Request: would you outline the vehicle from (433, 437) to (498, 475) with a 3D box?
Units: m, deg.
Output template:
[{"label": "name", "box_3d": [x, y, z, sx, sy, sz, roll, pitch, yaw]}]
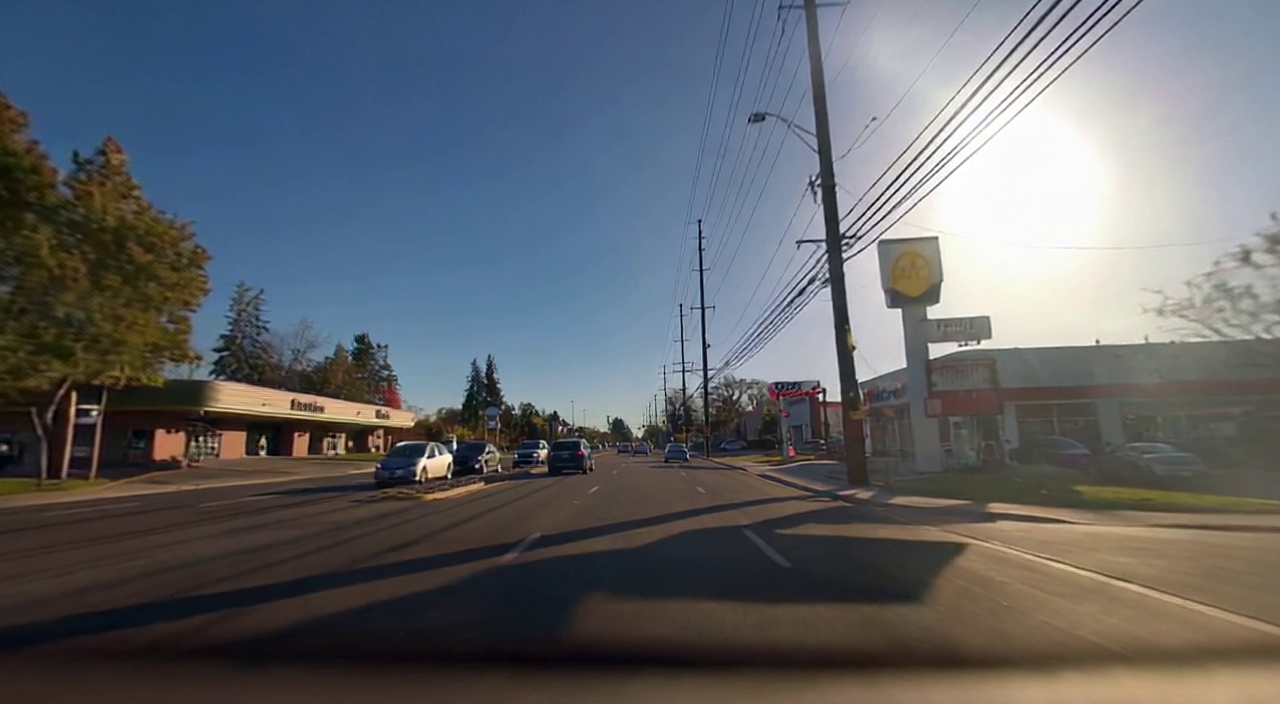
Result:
[{"label": "vehicle", "box_3d": [-7.969, 4.773, 29.153, 1.795, 1.607, 4.059, 0, -8, 1]}]

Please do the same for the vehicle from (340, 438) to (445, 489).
[{"label": "vehicle", "box_3d": [-7.834, 3.544, 20.366, 1.760, 1.487, 3.890, 0, -8, 1]}]

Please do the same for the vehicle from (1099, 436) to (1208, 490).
[{"label": "vehicle", "box_3d": [16.486, 3.538, 20.529, 2.080, 1.530, 5.079, -5, -10, 32]}]

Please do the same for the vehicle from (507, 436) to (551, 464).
[{"label": "vehicle", "box_3d": [-7.611, 6.797, 43.797, 2.009, 1.773, 4.925, 0, -8, 2]}]

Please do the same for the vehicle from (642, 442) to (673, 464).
[{"label": "vehicle", "box_3d": [1.218, 6.896, 43.224, 1.978, 1.455, 4.195, 0, -8, 2]}]

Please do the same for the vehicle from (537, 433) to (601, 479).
[{"label": "vehicle", "box_3d": [-2.754, 4.165, 25.405, 2.047, 1.664, 4.148, 0, -8, 1]}]
